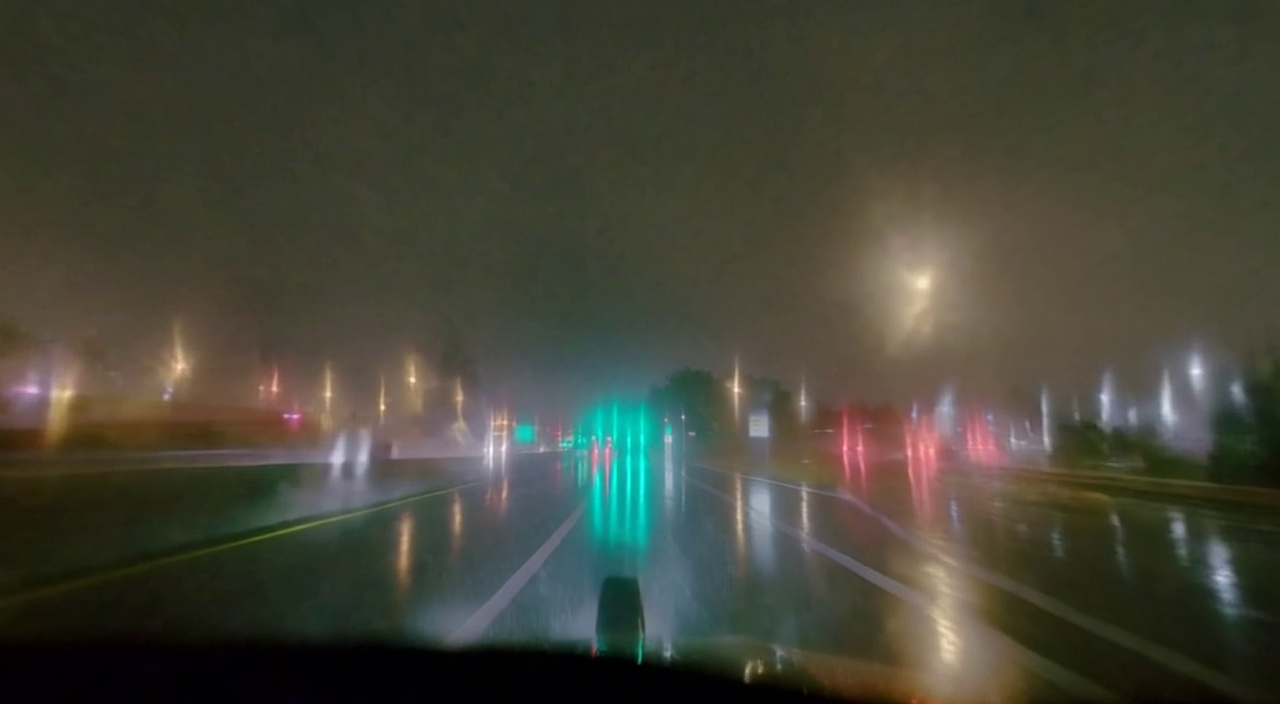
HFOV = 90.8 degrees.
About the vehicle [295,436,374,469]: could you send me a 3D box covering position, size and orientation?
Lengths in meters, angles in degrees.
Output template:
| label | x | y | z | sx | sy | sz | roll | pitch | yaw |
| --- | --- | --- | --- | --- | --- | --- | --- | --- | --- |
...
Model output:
| label | x | y | z | sx | sy | sz | roll | pitch | yaw |
| --- | --- | --- | --- | --- | --- | --- | --- | --- | --- |
| vehicle | -15.441 | 5.119 | 32.163 | 1.848 | 1.517 | 4.275 | 0 | -9 | 0 |
